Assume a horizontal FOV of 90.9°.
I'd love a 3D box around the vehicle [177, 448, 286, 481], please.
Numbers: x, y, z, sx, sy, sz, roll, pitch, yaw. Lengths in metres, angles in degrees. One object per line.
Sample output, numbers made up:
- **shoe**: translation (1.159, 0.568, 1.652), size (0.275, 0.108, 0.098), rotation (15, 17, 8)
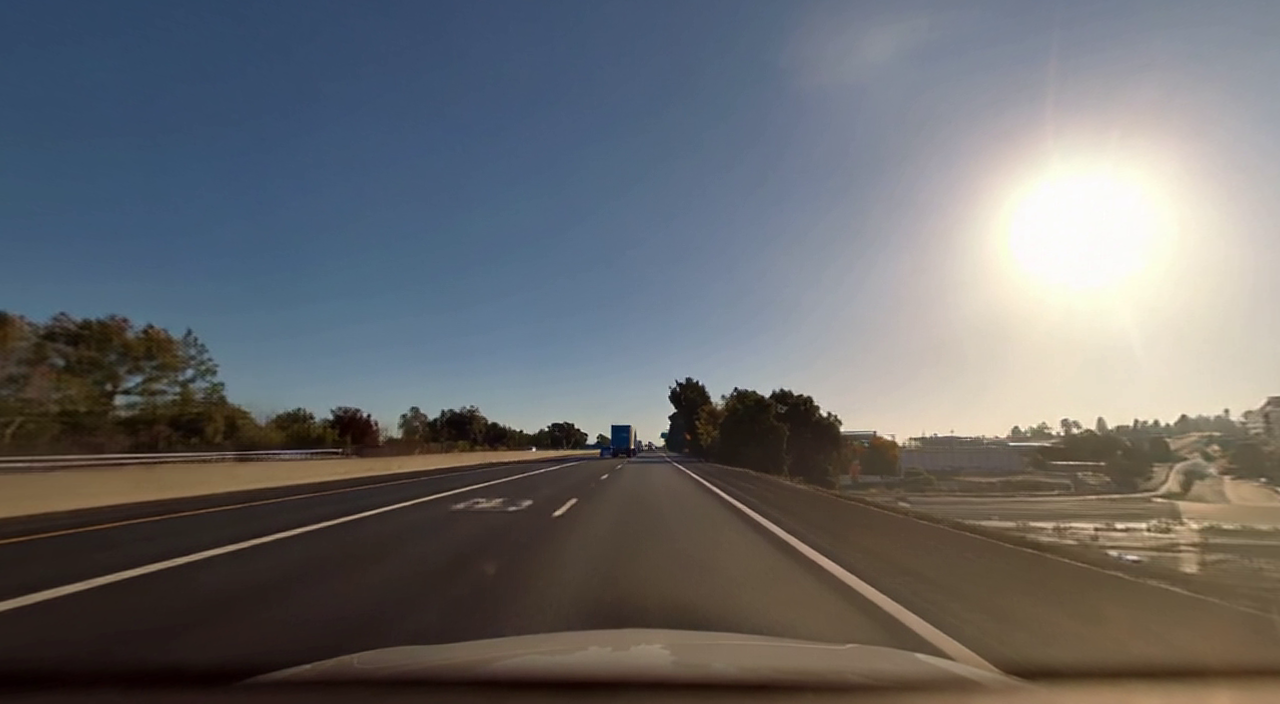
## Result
- **vehicle**: translation (-19.266, 5.303, 30.037), size (2.178, 1.443, 4.388), rotation (0, -8, 1)
